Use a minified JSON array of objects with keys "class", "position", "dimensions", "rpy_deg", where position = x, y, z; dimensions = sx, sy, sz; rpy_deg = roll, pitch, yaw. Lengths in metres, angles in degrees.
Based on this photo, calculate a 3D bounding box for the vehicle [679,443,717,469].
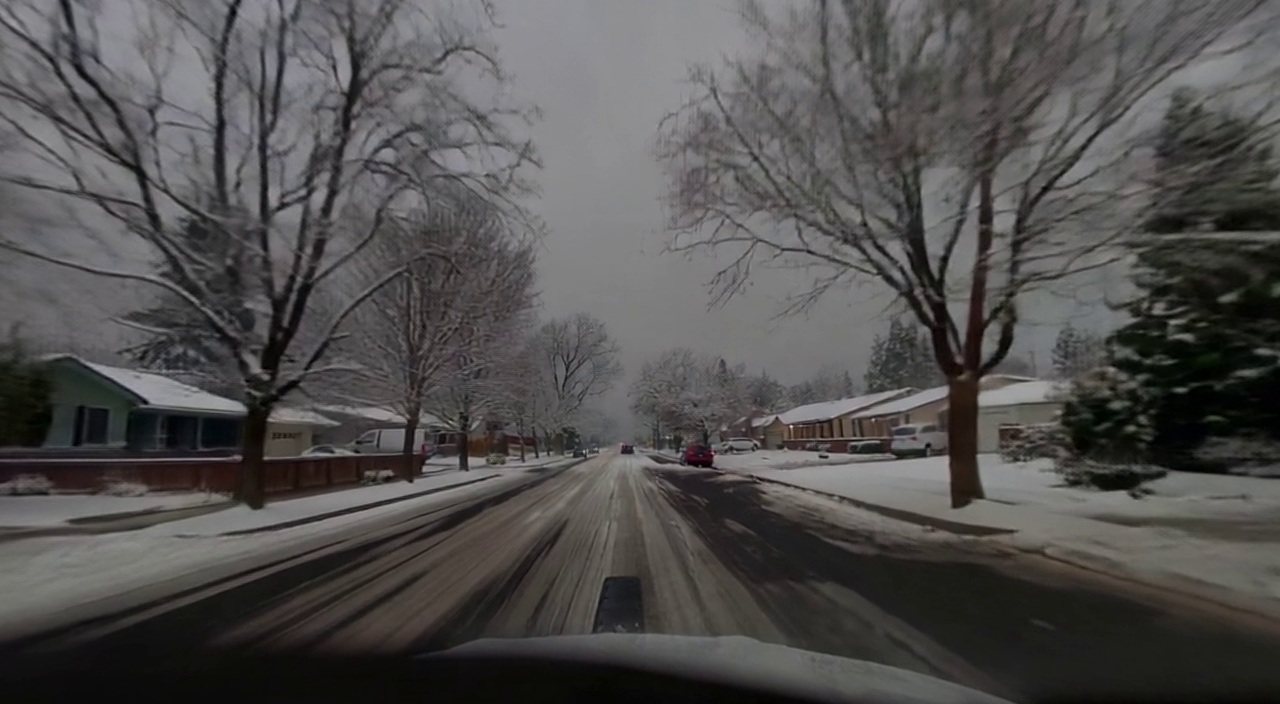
[{"class":"vehicle","position":[3.572,6.508,39.554],"dimensions":[2.011,1.521,4.292],"rpy_deg":[0,-9,1]}]

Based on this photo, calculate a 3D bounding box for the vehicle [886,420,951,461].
[{"class":"vehicle","position":[14.633,4.650,32.946],"dimensions":[2.222,1.963,4.670],"rpy_deg":[-6,-10,33]}]

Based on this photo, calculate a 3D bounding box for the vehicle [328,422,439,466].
[{"class":"vehicle","position":[-17.175,6.213,42.396],"dimensions":[6.381,2.645,2.703],"rpy_deg":[-3,-9,9]}]
